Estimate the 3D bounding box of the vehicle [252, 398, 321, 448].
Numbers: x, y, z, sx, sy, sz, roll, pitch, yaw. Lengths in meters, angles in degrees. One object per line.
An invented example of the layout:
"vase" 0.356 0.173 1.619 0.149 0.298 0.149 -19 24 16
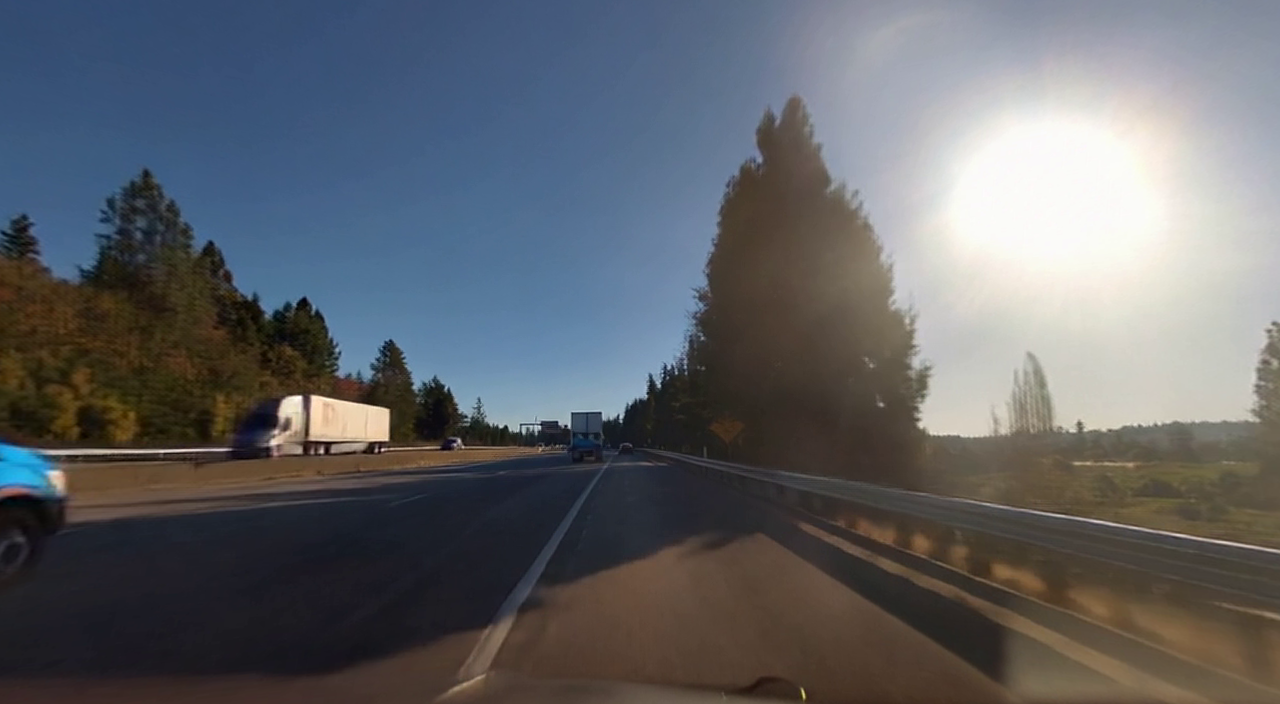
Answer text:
"vehicle" -27.302 5.551 48.810 3.342 3.725 3.185 0 -8 -2
